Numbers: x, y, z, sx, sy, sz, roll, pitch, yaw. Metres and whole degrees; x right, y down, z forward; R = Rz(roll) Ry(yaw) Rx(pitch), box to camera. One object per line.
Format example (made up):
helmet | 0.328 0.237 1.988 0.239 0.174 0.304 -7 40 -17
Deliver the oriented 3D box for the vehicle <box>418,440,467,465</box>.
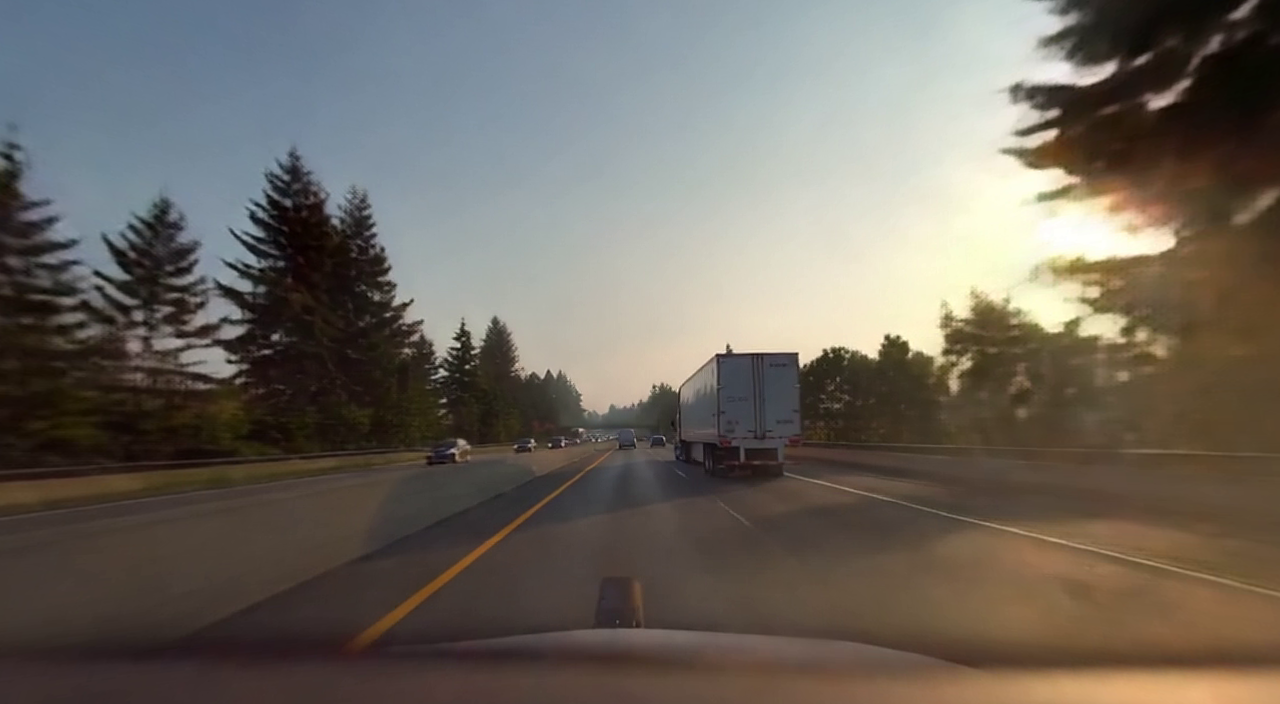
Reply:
vehicle | -13.176 6.712 42.336 1.929 1.605 4.299 0 -8 0

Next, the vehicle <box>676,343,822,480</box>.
vehicle | 3.557 2.649 25.267 3.038 3.975 13.887 0 -8 -1
